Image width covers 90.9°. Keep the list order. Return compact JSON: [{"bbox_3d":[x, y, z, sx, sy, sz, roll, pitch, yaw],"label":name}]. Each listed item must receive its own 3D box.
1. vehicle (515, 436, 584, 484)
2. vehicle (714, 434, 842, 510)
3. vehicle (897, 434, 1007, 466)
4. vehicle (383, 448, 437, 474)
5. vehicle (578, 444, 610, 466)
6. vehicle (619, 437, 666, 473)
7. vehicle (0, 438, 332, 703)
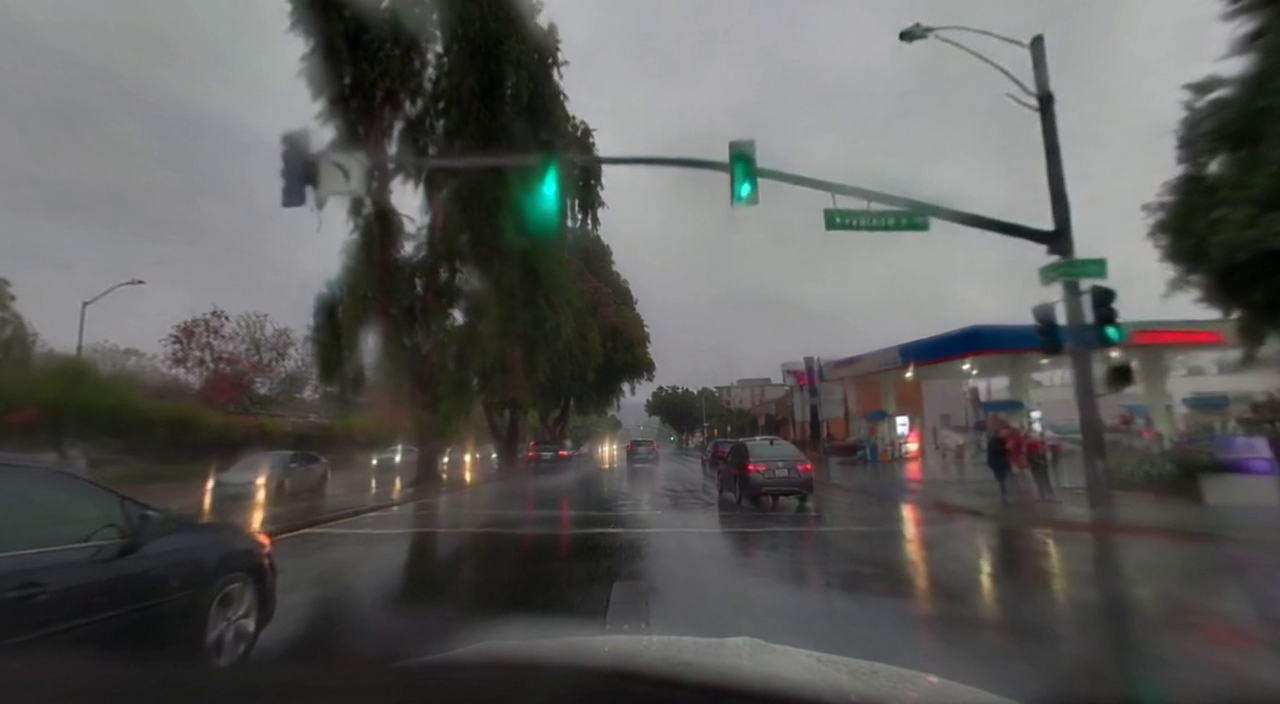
[{"bbox_3d":[-3.323,4.047,23.929,1.988,1.645,3.995,0,-8,1],"label":"vehicle"},{"bbox_3d":[3.057,2.765,15.022,1.919,1.502,4.572,0,-8,-1],"label":"vehicle"},{"bbox_3d":[16.579,5.236,33.775,1.860,1.587,4.949,5,-10,-30],"label":"vehicle"},{"bbox_3d":[-15.116,7.153,41.642,1.905,1.613,4.331,0,-8,1],"label":"vehicle"},{"bbox_3d":[-3.204,7.223,44.500,1.901,1.483,4.372,0,-8,0],"label":"vehicle"},{"bbox_3d":[0.105,5.182,31.760,2.192,1.674,4.124,0,-8,0],"label":"vehicle"},{"bbox_3d":[-3.310,1.011,2.377,2.013,1.354,4.393,0,-8,1],"label":"vehicle"}]
